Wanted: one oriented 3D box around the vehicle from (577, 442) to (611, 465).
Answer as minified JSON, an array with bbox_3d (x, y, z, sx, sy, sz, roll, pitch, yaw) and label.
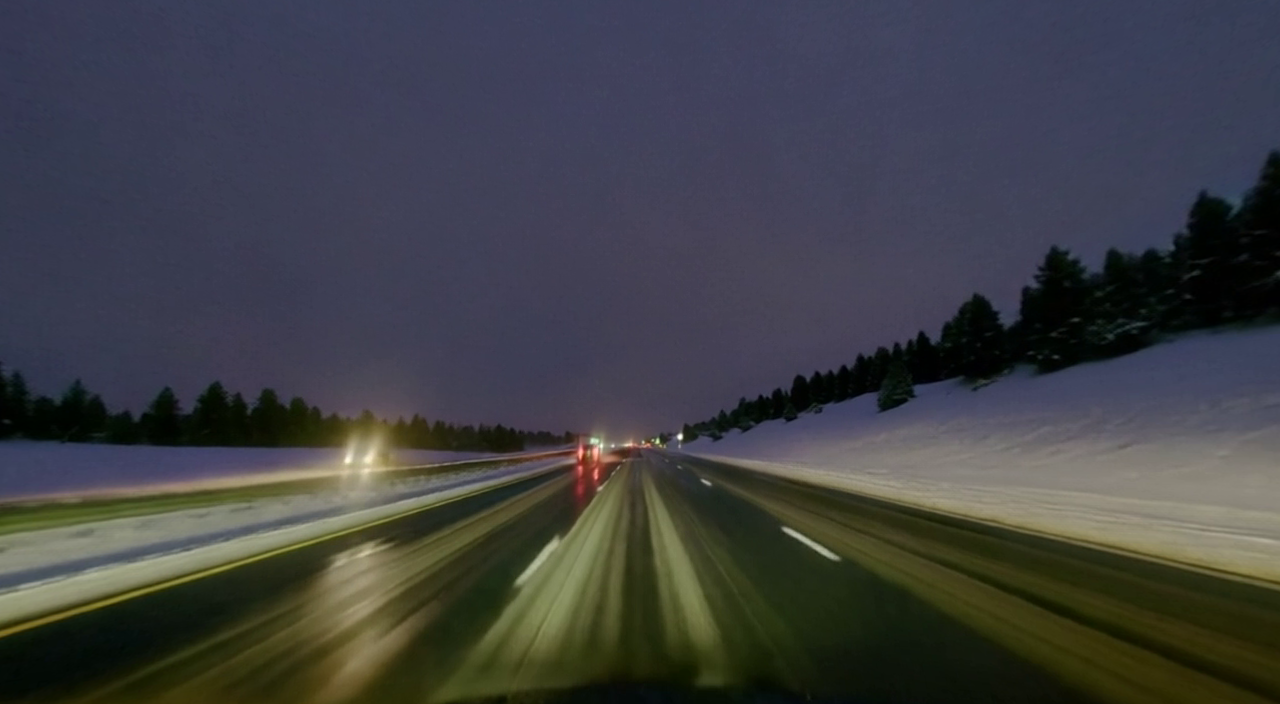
[{"bbox_3d":[-3.128,7.046,43.884,1.991,1.475,4.302,0,-8,0],"label":"vehicle"}]
